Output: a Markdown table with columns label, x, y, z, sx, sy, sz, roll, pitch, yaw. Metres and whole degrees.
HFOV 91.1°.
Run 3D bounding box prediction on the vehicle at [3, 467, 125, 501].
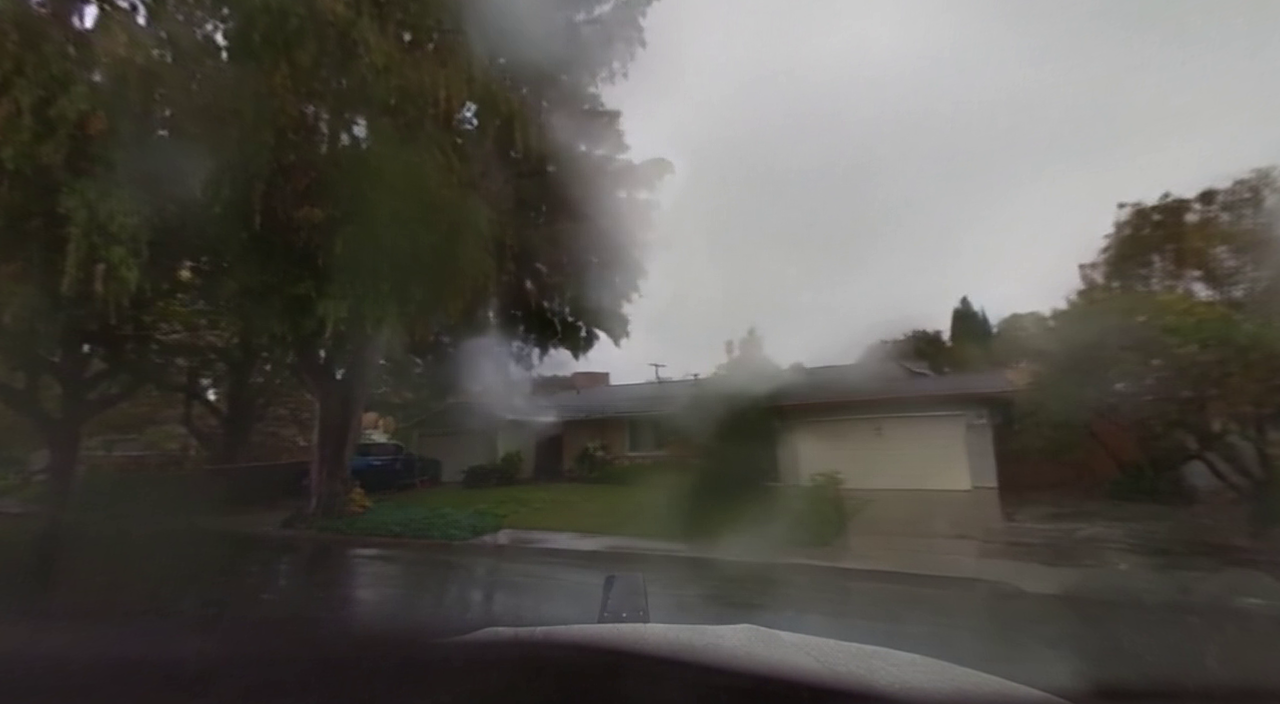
| label | x | y | z | sx | sy | sz | roll | pitch | yaw |
| --- | --- | --- | --- | --- | --- | --- | --- | --- | --- |
| vehicle | -29.786 | 6.789 | 32.567 | 1.762 | 1.510 | 4.457 | -8 | -12 | 44 |
